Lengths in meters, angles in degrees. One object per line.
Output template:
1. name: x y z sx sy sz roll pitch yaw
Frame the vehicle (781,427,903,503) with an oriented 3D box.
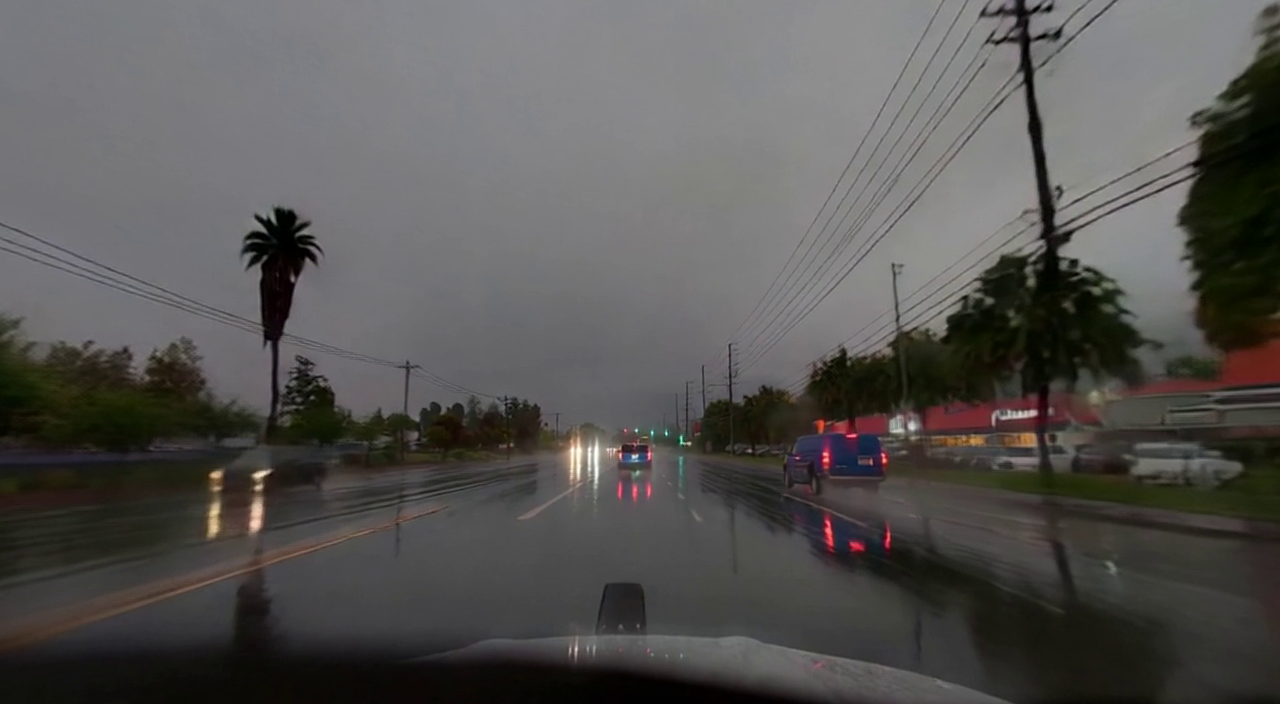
1. vehicle: 5.765 3.261 18.662 2.107 1.928 4.471 0 -8 0

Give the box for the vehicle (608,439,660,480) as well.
1. vehicle: -0.261 4.710 27.955 2.138 1.672 4.168 0 -8 0

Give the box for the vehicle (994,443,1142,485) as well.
1. vehicle: 17.759 4.652 26.308 4.605 1.459 1.968 -3 -9 4

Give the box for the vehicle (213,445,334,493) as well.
1. vehicle: -14.172 4.504 24.710 1.997 1.641 4.528 0 -8 0

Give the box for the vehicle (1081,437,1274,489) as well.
1. vehicle: 17.900 3.685 21.172 4.490 1.604 2.089 0 -8 2
